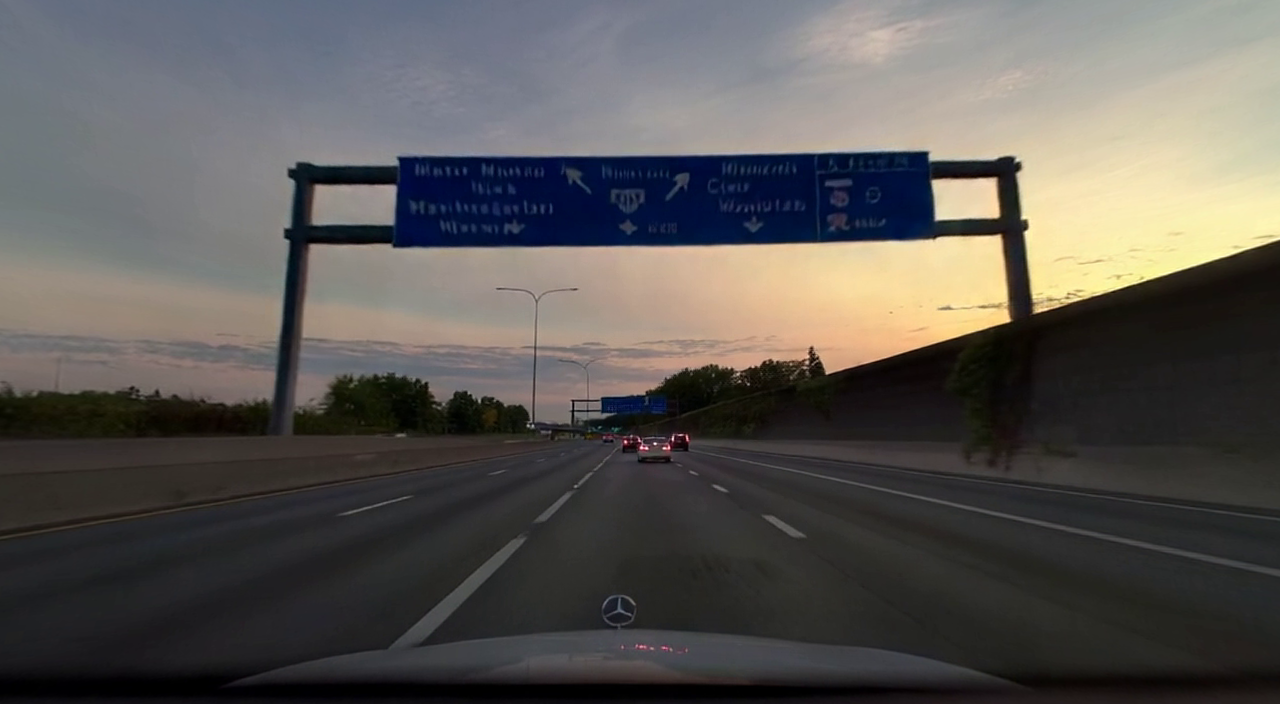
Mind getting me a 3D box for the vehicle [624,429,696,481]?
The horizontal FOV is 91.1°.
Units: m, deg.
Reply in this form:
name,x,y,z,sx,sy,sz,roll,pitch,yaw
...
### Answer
name,x,y,z,sx,sy,sz,roll,pitch,yaw
vehicle,0.542,3.242,20.130,2.046,1.467,3.844,0,-8,-2
